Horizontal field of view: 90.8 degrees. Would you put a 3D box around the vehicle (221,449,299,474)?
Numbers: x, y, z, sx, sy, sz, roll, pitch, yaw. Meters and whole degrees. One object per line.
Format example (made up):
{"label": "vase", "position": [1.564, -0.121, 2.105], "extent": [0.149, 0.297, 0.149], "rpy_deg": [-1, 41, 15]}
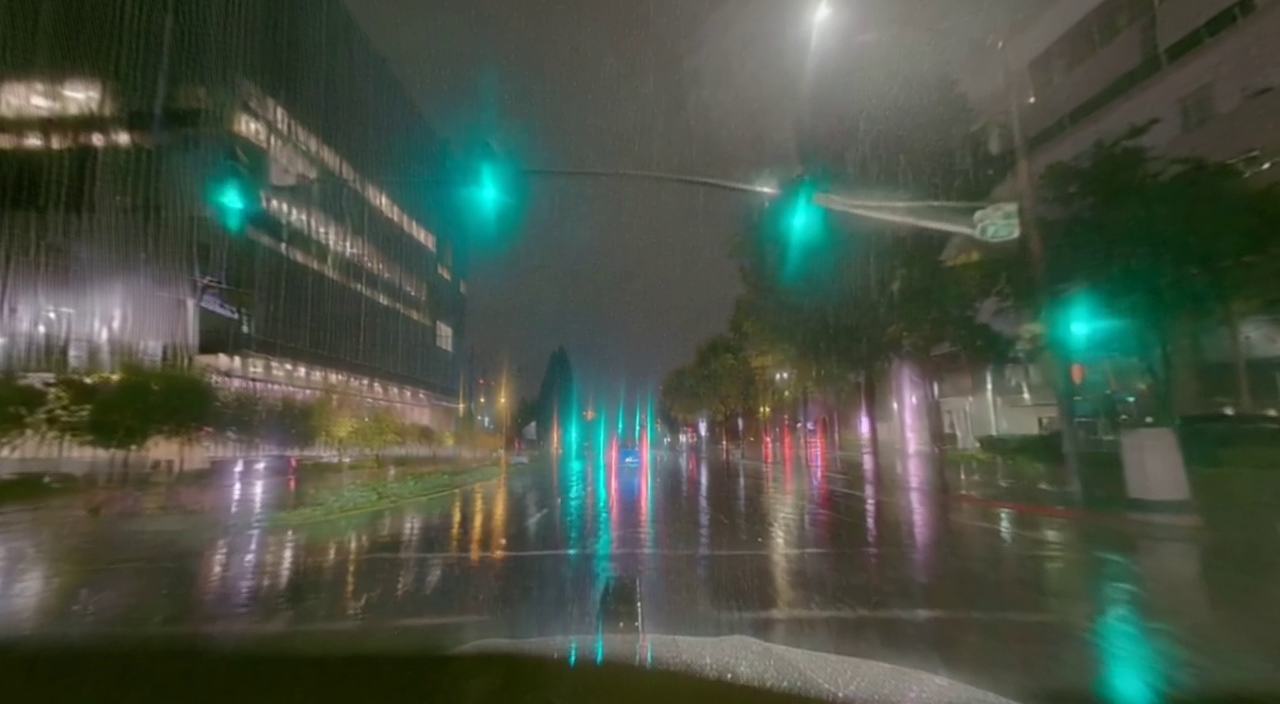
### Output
{"label": "vehicle", "position": [-29.663, 8.543, 49.458], "extent": [4.813, 1.783, 1.983], "rpy_deg": [2, -9, -20]}

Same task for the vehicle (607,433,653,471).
{"label": "vehicle", "position": [-0.523, 5.349, 34.037], "extent": [2.313, 1.860, 4.319], "rpy_deg": [0, -8, -1]}
